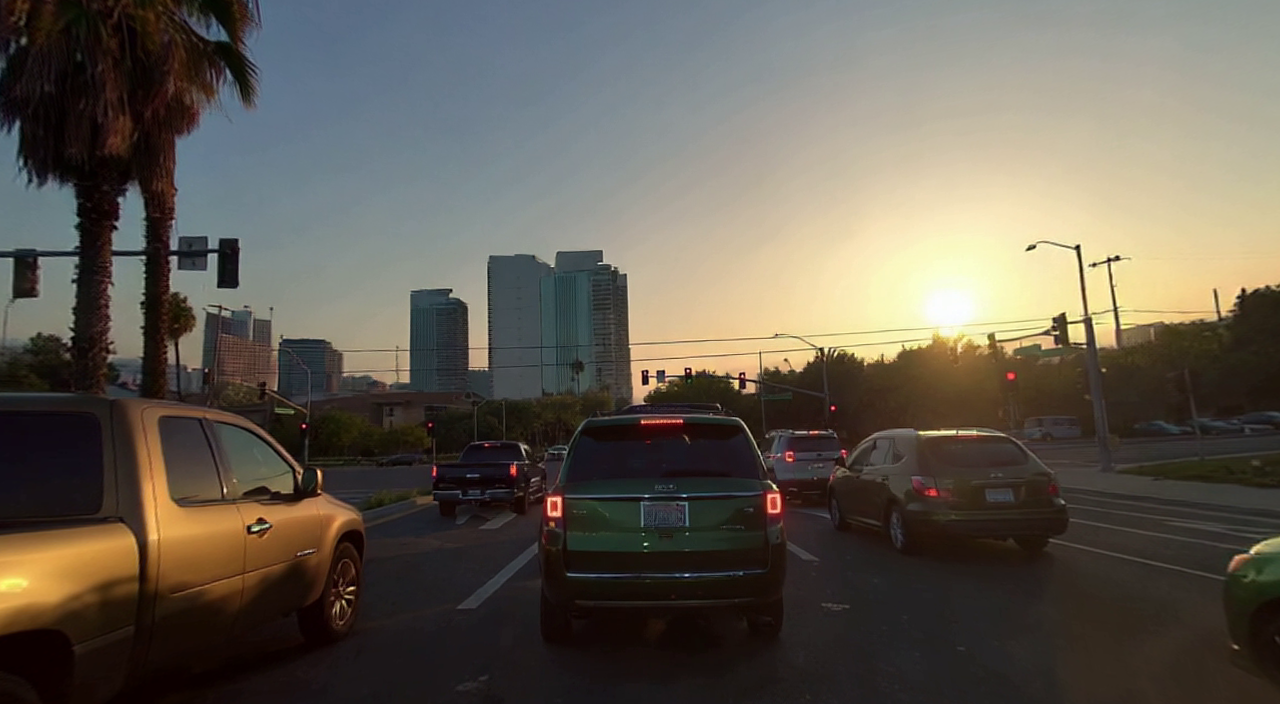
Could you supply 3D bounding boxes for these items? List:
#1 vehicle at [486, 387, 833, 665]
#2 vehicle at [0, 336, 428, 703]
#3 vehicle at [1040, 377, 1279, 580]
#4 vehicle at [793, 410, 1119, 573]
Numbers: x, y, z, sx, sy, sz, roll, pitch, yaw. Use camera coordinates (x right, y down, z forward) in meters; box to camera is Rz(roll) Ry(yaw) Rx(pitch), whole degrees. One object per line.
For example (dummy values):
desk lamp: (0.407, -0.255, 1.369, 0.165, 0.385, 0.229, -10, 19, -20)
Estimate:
vehicle: (0.143, 1.373, 6.011, 2.123, 1.704, 4.128, 0, -9, 1)
vehicle: (-3.173, 1.085, 3.885, 2.171, 1.702, 4.416, 0, -9, 0)
vehicle: (7.311, 1.318, 6.690, 2.337, 1.925, 5.728, 0, -8, 0)
vehicle: (3.987, 1.864, 9.286, 2.072, 1.704, 5.170, 0, -8, -1)
